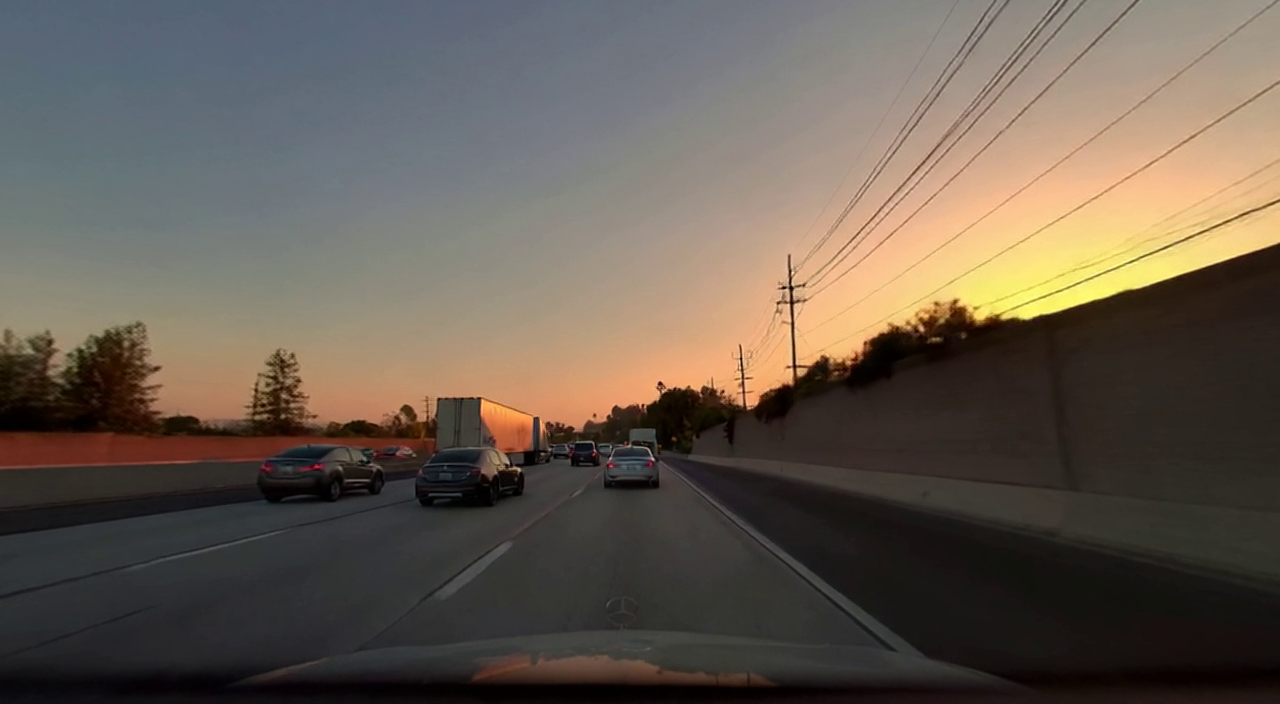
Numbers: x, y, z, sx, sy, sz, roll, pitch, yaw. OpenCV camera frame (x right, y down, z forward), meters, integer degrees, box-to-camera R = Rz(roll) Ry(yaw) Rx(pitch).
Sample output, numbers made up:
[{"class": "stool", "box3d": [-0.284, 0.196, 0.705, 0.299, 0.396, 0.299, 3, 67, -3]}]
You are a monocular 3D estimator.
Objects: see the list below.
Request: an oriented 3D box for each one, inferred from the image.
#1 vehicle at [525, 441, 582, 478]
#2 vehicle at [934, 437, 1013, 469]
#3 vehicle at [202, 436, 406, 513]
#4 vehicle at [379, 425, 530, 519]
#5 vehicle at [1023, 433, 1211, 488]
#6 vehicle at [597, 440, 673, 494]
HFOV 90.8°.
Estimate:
[{"class": "vehicle", "box3d": [-3.730, 4.747, 28.080, 1.870, 1.485, 4.304, 0, -8, 1]}, {"class": "vehicle", "box3d": [17.919, 5.438, 34.181, 1.936, 1.591, 4.362, 0, -9, 1]}, {"class": "vehicle", "box3d": [-7.628, 2.816, 15.086, 2.165, 1.511, 4.810, 0, -8, 1]}, {"class": "vehicle", "box3d": [-3.796, 2.528, 13.841, 1.923, 1.716, 4.289, 0, -8, 1]}, {"class": "vehicle", "box3d": [14.262, 3.270, 19.365, 1.949, 1.472, 4.795, 0, -9, -1]}, {"class": "vehicle", "box3d": [-0.157, 3.472, 19.461, 2.089, 1.477, 3.818, 0, -8, -1]}]
